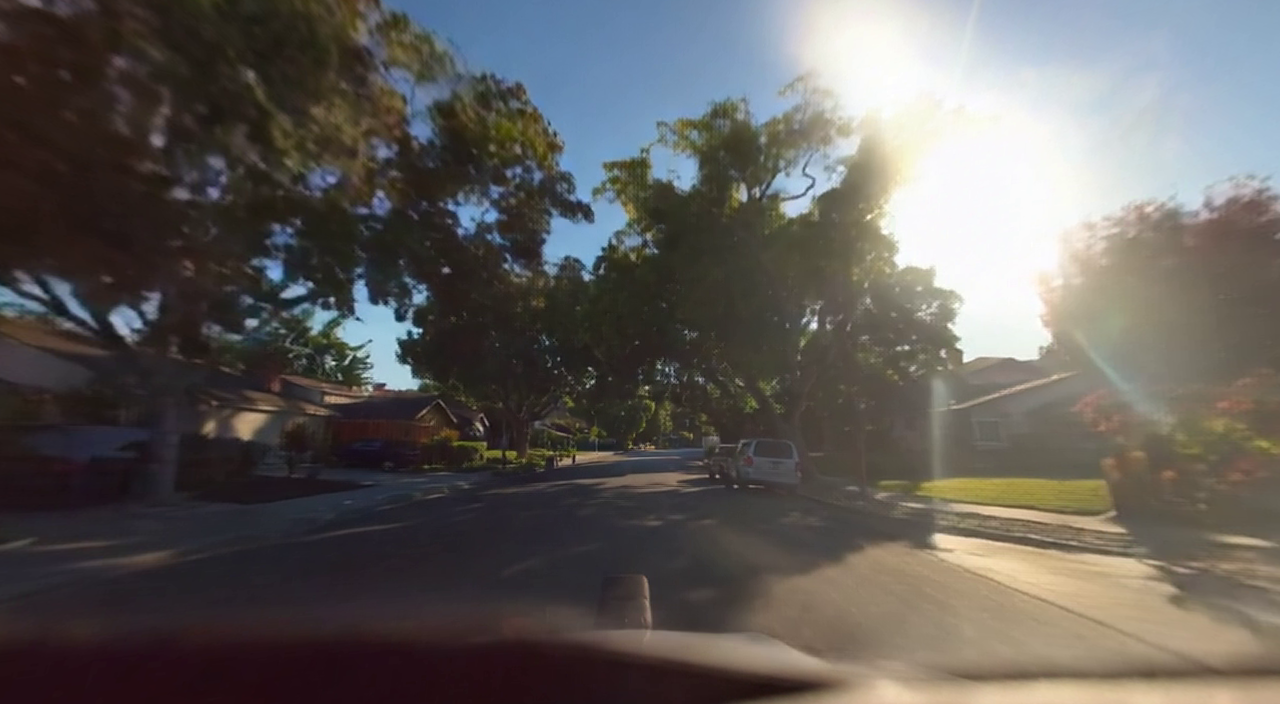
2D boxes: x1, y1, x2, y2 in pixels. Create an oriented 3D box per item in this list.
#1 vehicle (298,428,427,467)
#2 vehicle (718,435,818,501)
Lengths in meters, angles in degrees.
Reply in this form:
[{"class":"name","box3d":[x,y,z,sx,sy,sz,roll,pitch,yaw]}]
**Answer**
[{"class":"vehicle","box3d":[-12.592,4.353,28.767,4.906,1.564,1.988,1,-8,6]},{"class":"vehicle","box3d":[3.753,3.464,19.364,2.046,1.760,4.570,0,-8,-1]}]
